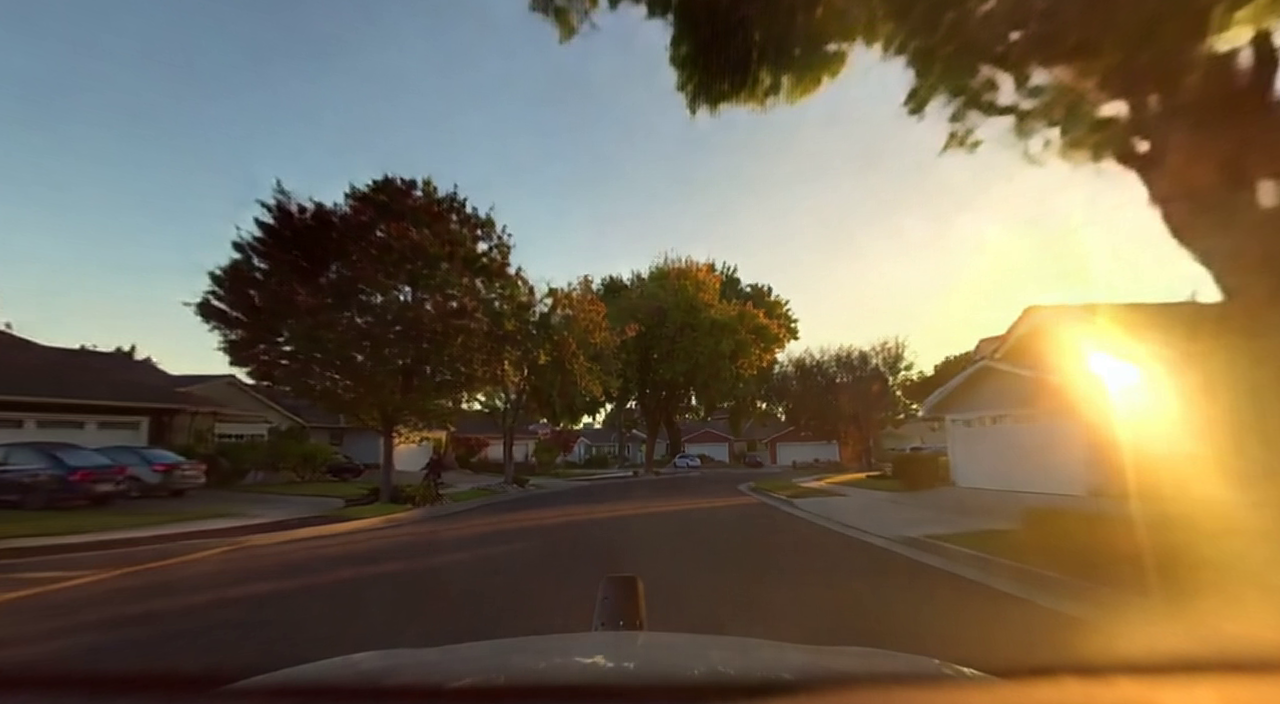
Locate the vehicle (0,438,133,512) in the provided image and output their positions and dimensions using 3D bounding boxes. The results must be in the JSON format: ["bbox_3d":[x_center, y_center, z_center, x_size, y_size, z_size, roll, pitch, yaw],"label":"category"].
[{"bbox_3d":[-16.715,3.209,16.705,4.581,1.811,2.145,1,-9,-3],"label":"vehicle"}]
